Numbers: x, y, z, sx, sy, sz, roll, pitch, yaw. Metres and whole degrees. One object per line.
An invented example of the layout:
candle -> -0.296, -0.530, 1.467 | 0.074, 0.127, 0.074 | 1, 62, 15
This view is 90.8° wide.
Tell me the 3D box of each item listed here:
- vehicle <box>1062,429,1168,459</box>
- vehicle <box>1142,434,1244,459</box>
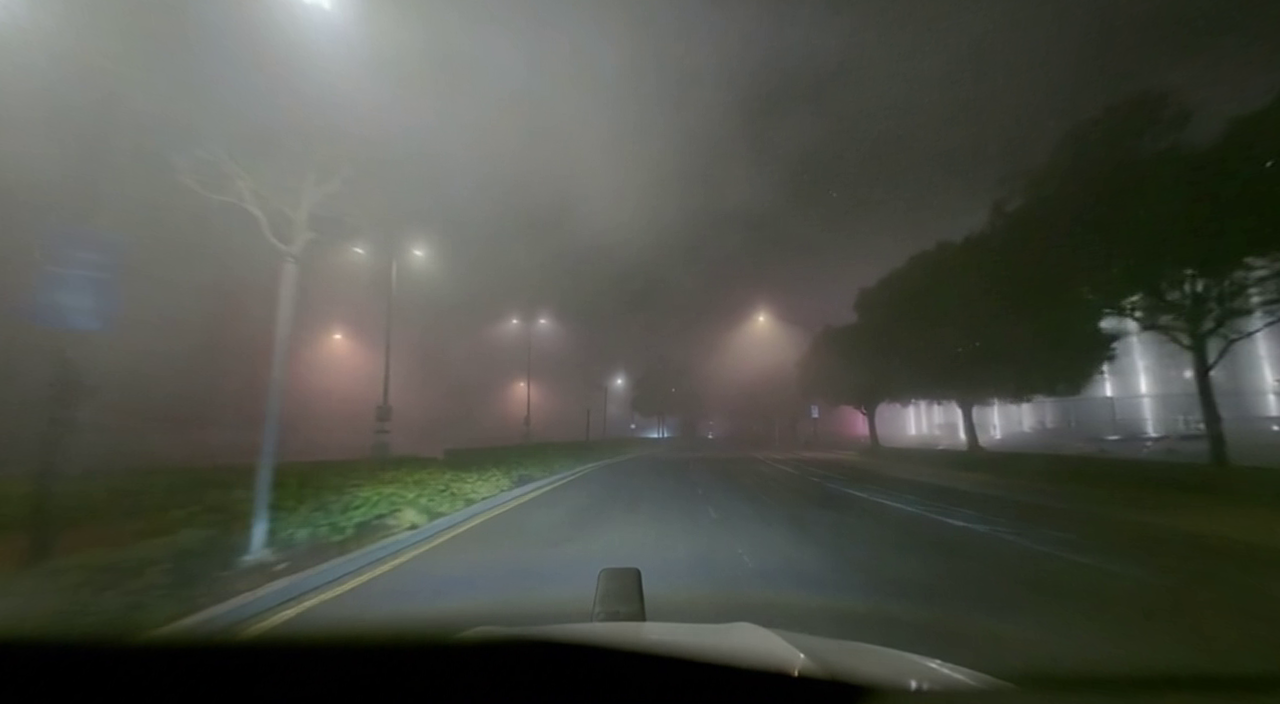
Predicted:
vehicle -> 33.840, 6.571, 45.180 | 5.608, 2.033, 2.152 | -1, -8, 5
vehicle -> 32.736, 5.601, 37.471 | 4.329, 1.466, 1.846 | 0, -8, -1
